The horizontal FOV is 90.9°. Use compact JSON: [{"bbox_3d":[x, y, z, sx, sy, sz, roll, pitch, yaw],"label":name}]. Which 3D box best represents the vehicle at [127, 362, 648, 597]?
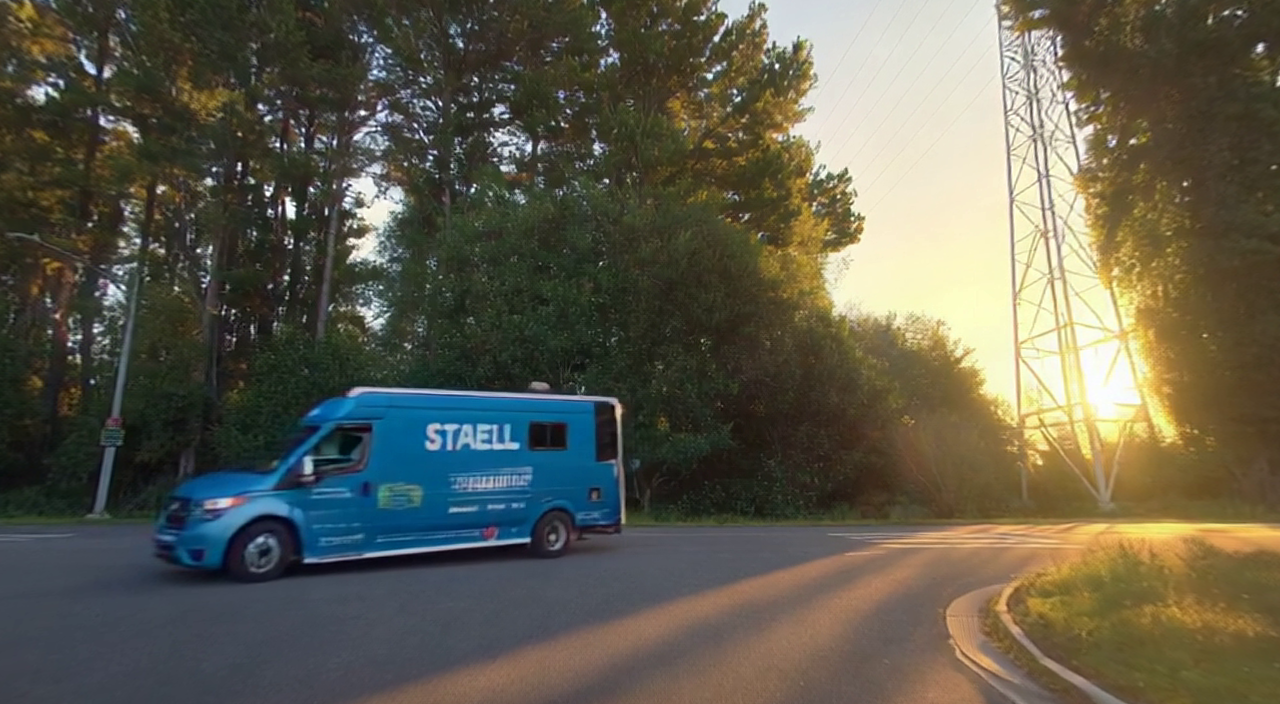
[{"bbox_3d":[-3.056,1.657,8.891,5.923,2.424,2.247,4,-10,-25],"label":"vehicle"}]
